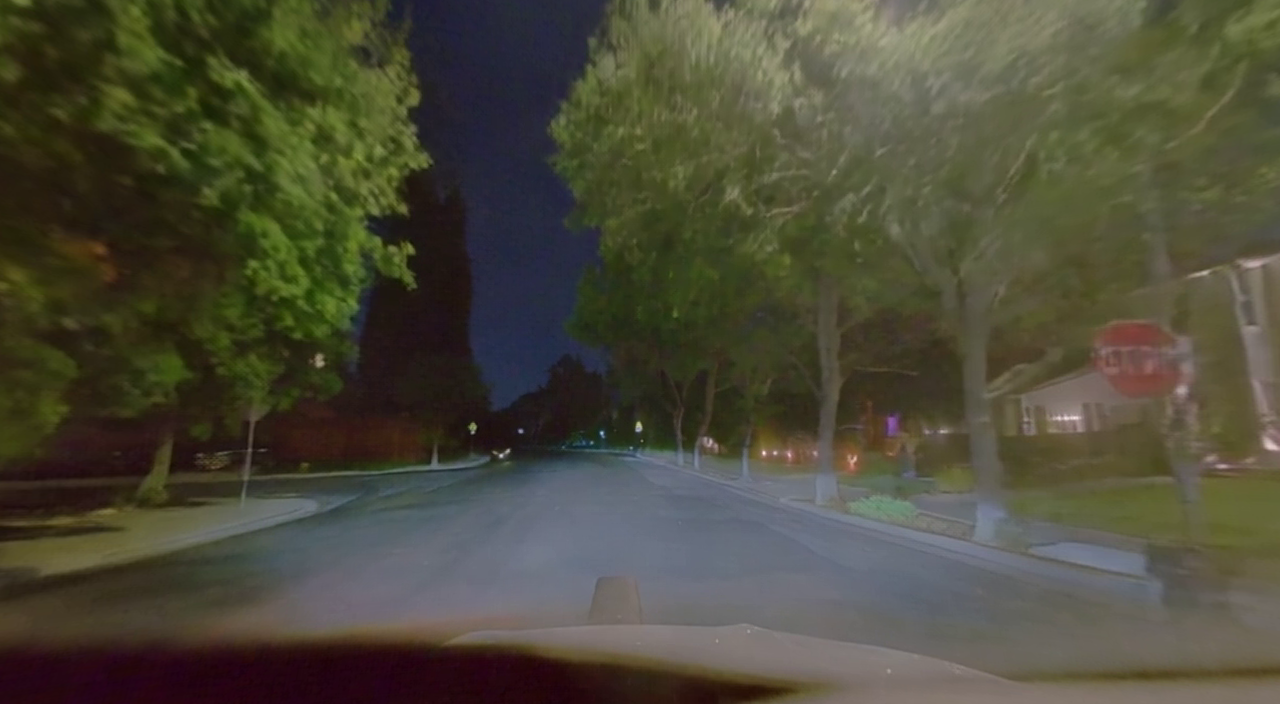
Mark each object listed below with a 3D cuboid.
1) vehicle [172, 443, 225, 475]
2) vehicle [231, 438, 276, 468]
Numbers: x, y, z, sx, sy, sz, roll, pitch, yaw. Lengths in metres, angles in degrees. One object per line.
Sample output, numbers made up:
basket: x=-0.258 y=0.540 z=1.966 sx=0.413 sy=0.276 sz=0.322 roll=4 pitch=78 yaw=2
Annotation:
vehicle: x=-25.151 y=6.068 z=36.114 sx=1.883 sy=1.687 sz=3.908 roll=4 pitch=-9 yaw=-27
vehicle: x=-24.585 y=6.420 z=40.334 sx=1.973 sy=1.787 sz=5.045 roll=4 pitch=-9 yaw=-27
